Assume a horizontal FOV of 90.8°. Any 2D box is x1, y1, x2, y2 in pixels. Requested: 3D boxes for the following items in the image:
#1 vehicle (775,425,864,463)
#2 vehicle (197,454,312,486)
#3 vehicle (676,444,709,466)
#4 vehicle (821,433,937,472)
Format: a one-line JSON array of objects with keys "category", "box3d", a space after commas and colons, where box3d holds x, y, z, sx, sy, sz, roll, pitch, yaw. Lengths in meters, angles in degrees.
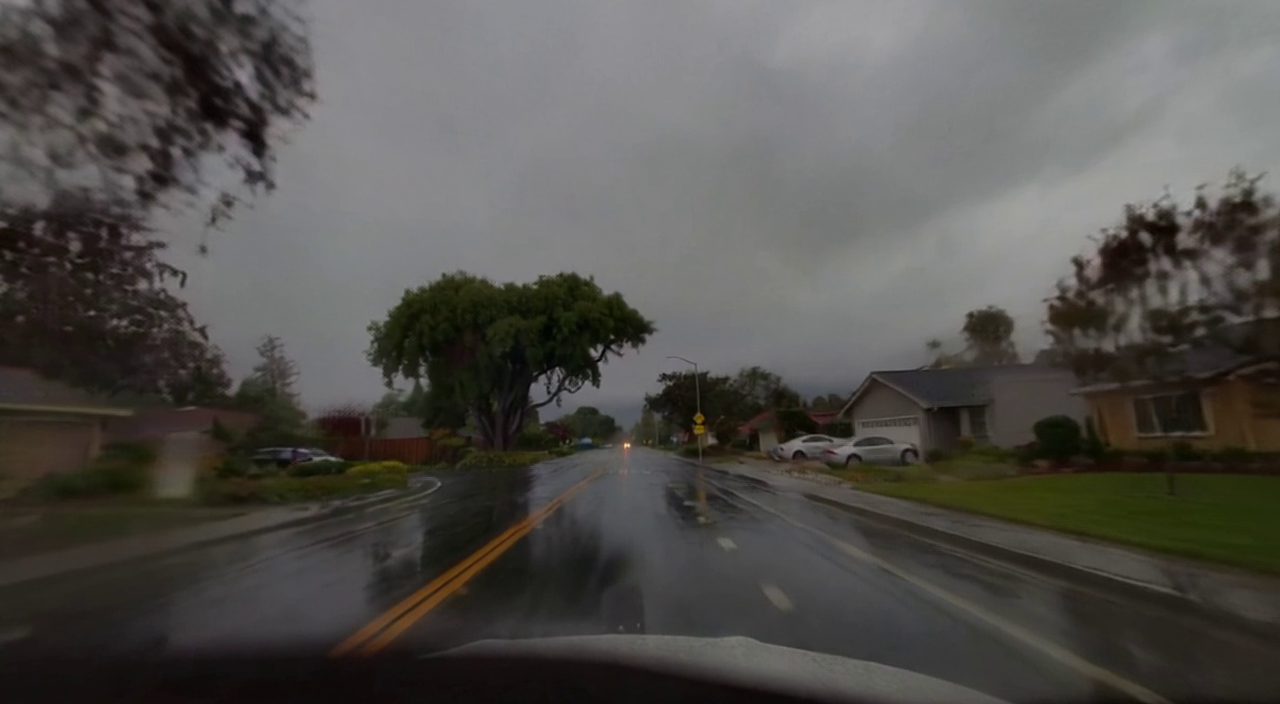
[{"category": "vehicle", "box3d": [10.757, 5.561, 38.116, 4.459, 1.696, 2.361, -6, -9, -2]}, {"category": "vehicle", "box3d": [-18.962, 5.804, 31.174, 4.440, 1.445, 1.919, -1, -9, 4]}, {"category": "vehicle", "box3d": [3.747, 7.410, 45.593, 1.940, 1.470, 4.101, 0, -9, -1]}, {"category": "vehicle", "box3d": [10.949, 4.625, 29.185, 4.493, 1.493, 1.926, -3, -9, -4]}]
